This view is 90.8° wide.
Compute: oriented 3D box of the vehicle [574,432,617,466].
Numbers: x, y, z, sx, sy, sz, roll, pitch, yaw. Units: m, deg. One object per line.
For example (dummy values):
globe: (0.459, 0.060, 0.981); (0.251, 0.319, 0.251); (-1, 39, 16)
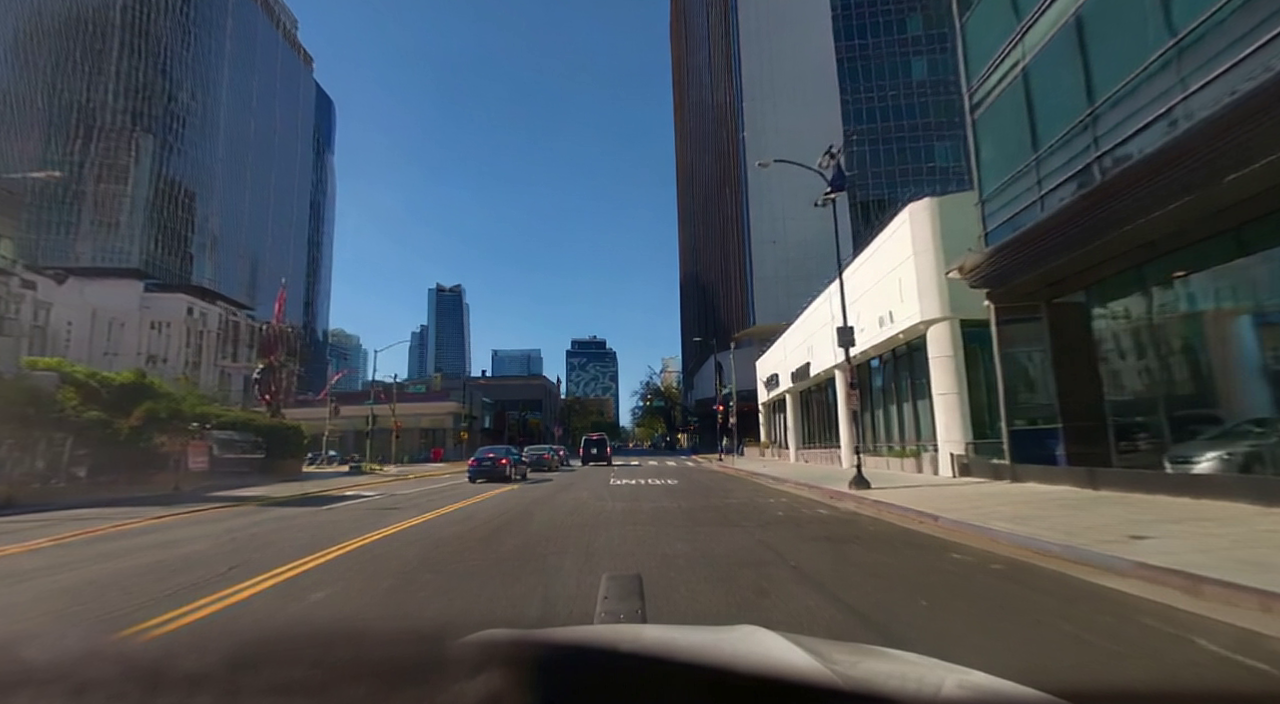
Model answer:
vehicle: (-2.898, 6.538, 42.798); (2.496, 2.155, 5.468); (0, -8, 0)

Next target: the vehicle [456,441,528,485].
vehicle: (-5.673, 4.271, 24.679); (1.889, 1.572, 3.599); (0, -8, 0)

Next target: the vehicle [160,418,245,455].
vehicle: (-25.482, 4.932, 36.873); (3.572, 2.012, 1.872); (-1, -8, 3)

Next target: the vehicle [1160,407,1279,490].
vehicle: (14.765, 2.053, 13.944); (4.562, 1.648, 2.028); (-3, -9, 3)
